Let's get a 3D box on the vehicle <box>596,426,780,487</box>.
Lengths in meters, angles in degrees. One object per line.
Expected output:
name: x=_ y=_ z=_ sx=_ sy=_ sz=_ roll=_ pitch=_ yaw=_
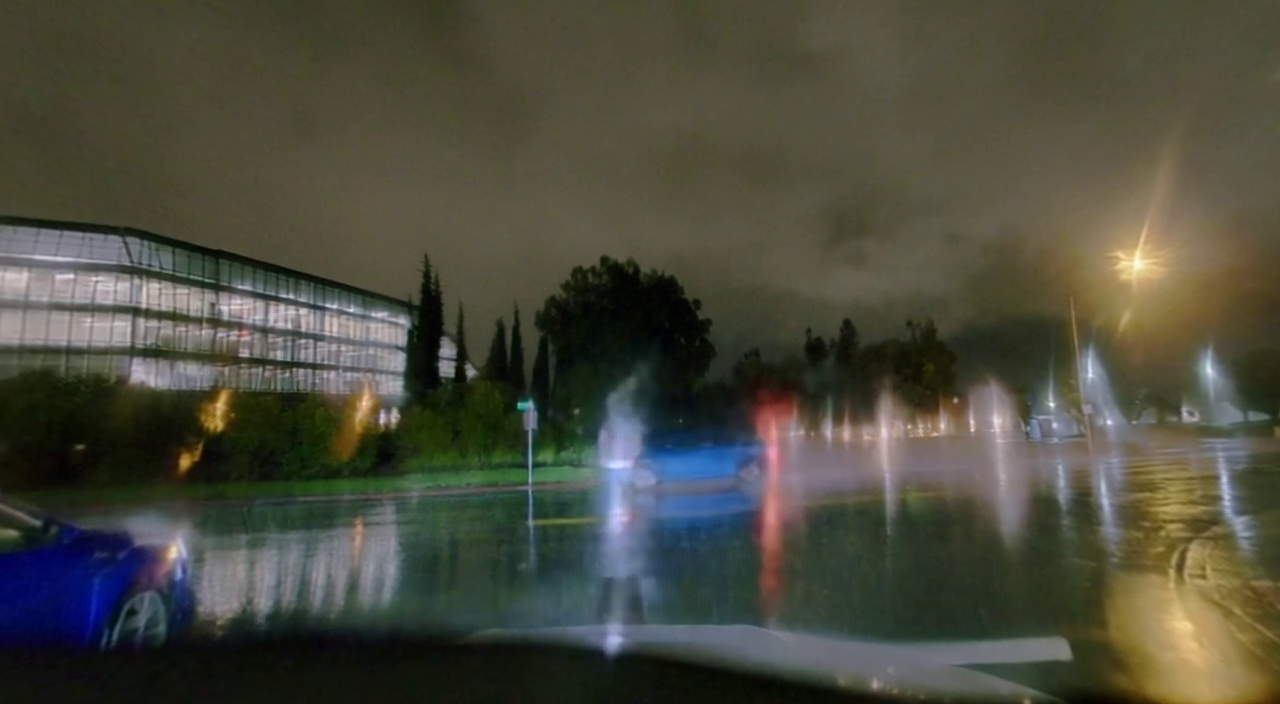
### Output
vehicle: x=1.252 y=2.897 z=17.773 sx=4.788 sy=1.548 sz=1.965 roll=1 pitch=-9 yaw=-11

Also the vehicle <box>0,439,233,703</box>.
vehicle: x=-3.327 y=0.937 z=1.638 sx=2.069 sy=1.413 sz=5.006 roll=1 pitch=-9 yaw=-11
